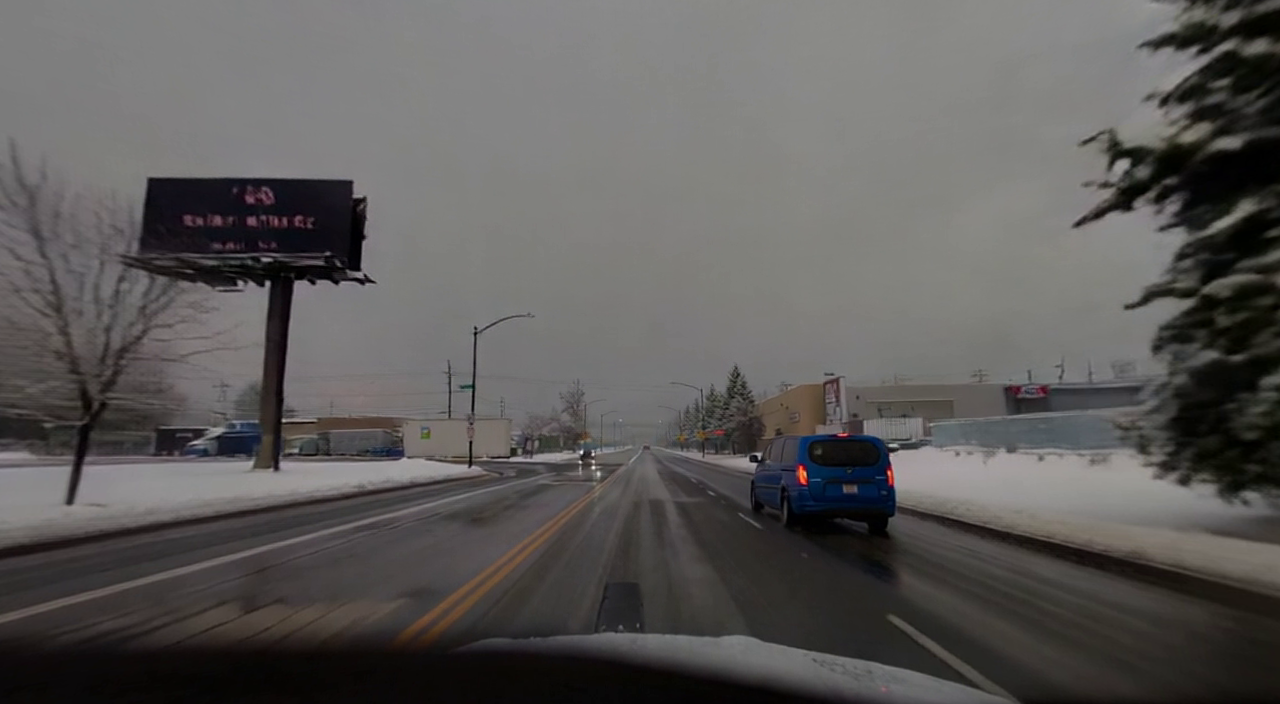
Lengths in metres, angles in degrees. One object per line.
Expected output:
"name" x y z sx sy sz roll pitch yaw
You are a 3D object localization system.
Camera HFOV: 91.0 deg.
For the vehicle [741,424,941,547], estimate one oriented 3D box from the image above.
"vehicle" 3.432 2.380 11.989 2.202 1.822 4.826 0 -9 0
